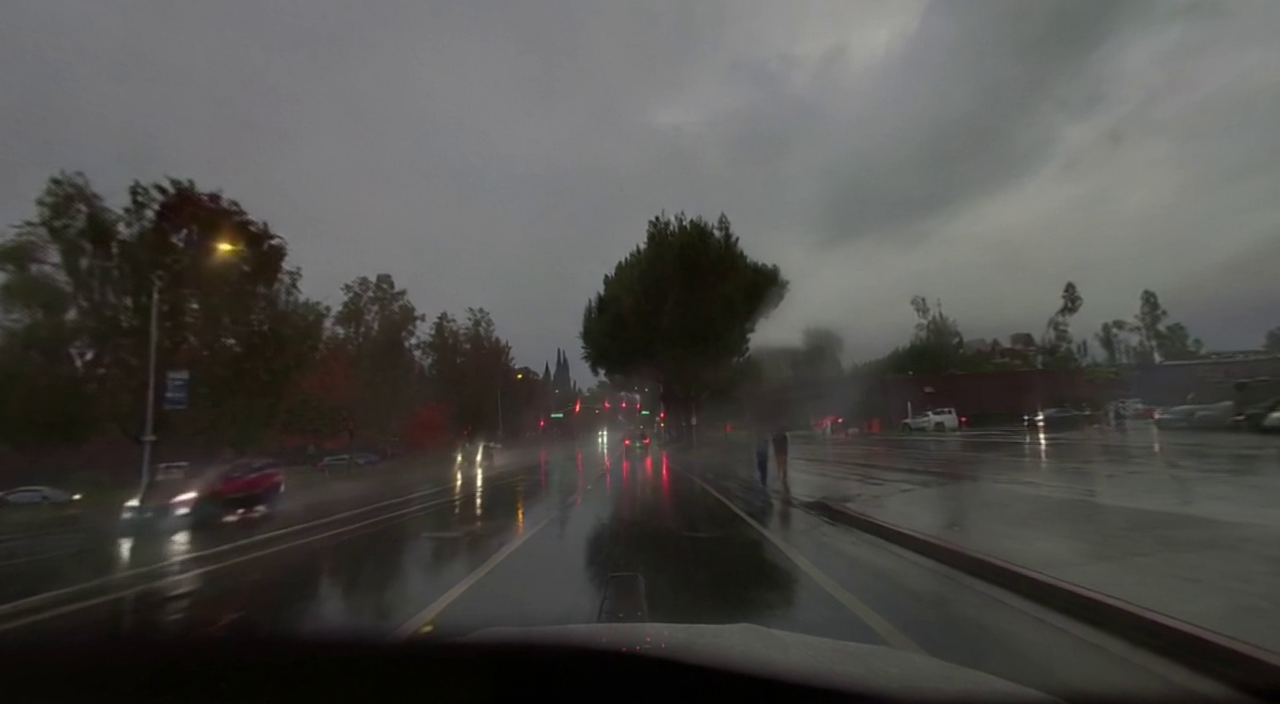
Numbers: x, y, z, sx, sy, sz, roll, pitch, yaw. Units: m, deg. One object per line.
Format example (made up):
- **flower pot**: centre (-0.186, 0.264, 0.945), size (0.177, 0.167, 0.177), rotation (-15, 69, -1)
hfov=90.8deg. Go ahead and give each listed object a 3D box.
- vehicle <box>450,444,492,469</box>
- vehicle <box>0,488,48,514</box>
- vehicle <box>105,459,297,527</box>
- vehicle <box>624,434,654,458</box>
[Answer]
- **vehicle**: centre (-12.757, 7.913, 48.039), size (2.117, 1.724, 4.366), rotation (0, -8, -2)
- **vehicle**: centre (-43.357, 10.163, 43.113), size (3.943, 1.578, 1.916), rotation (-1, -9, 2)
- **vehicle**: centre (-11.498, 3.674, 17.052), size (2.011, 1.475, 4.536), rotation (0, -8, -2)
- **vehicle**: centre (-0.101, 7.205, 48.455), size (2.228, 1.790, 4.180), rotation (0, -8, 0)
